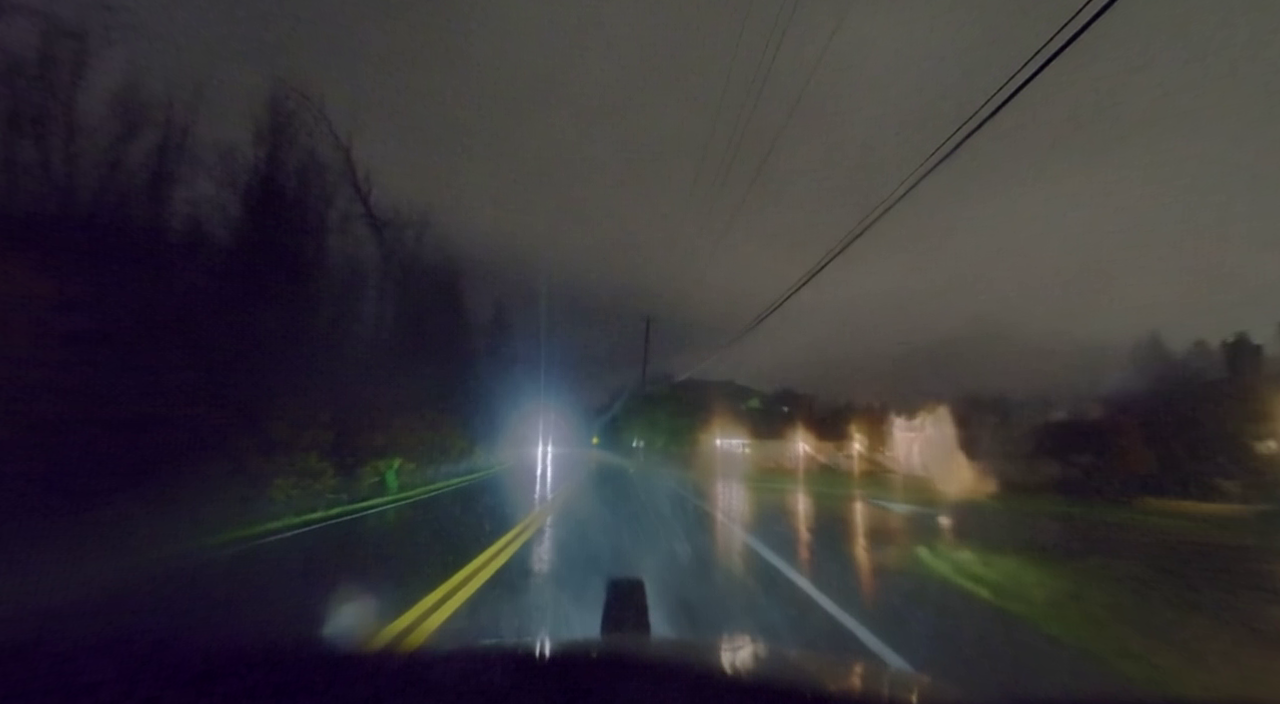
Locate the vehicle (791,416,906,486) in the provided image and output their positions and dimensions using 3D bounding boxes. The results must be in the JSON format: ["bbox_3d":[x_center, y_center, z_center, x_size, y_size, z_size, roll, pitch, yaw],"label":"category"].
[{"bbox_3d":[12.038,5.718,36.522,5.297,3.064,2.935,11,-8,-16],"label":"vehicle"}]
